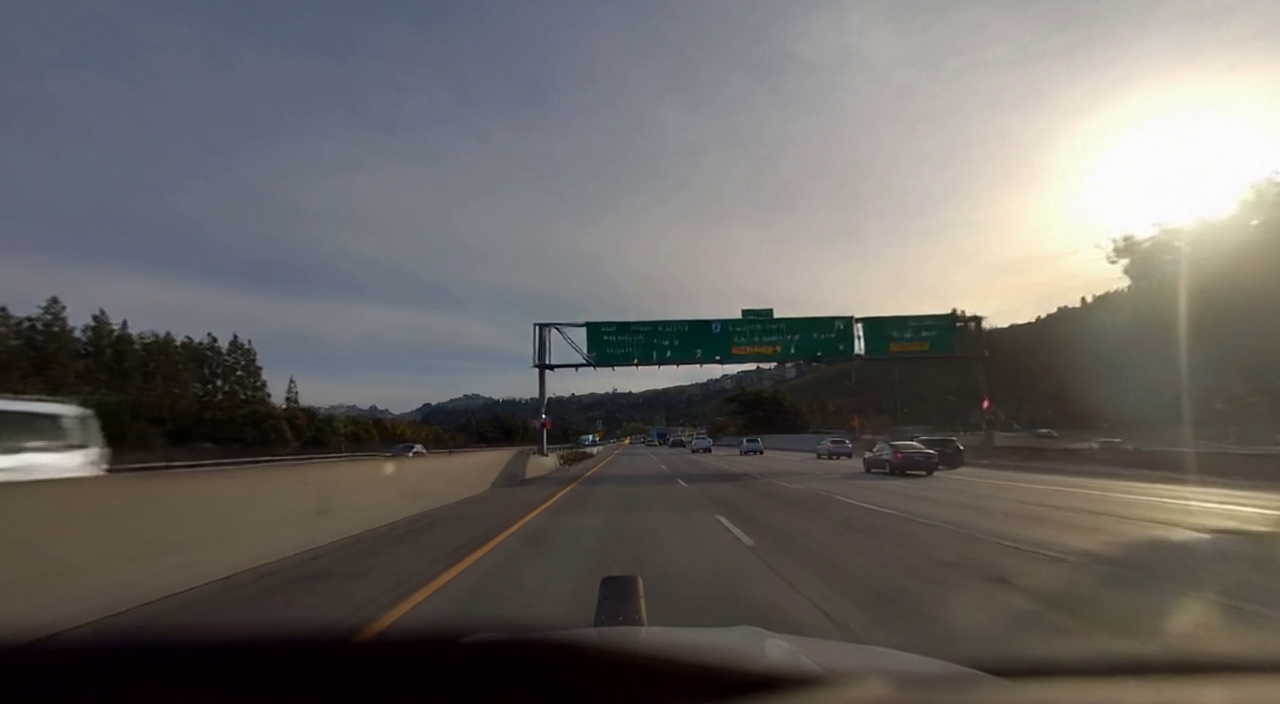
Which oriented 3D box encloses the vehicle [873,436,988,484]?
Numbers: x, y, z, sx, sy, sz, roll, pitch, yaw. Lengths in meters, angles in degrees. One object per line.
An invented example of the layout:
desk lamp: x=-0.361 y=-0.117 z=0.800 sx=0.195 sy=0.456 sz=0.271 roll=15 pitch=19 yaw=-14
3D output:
vehicle: x=9.609 y=3.579 z=21.292 sx=1.836 sy=1.418 sz=4.132 roll=0 pitch=-8 yaw=-1
